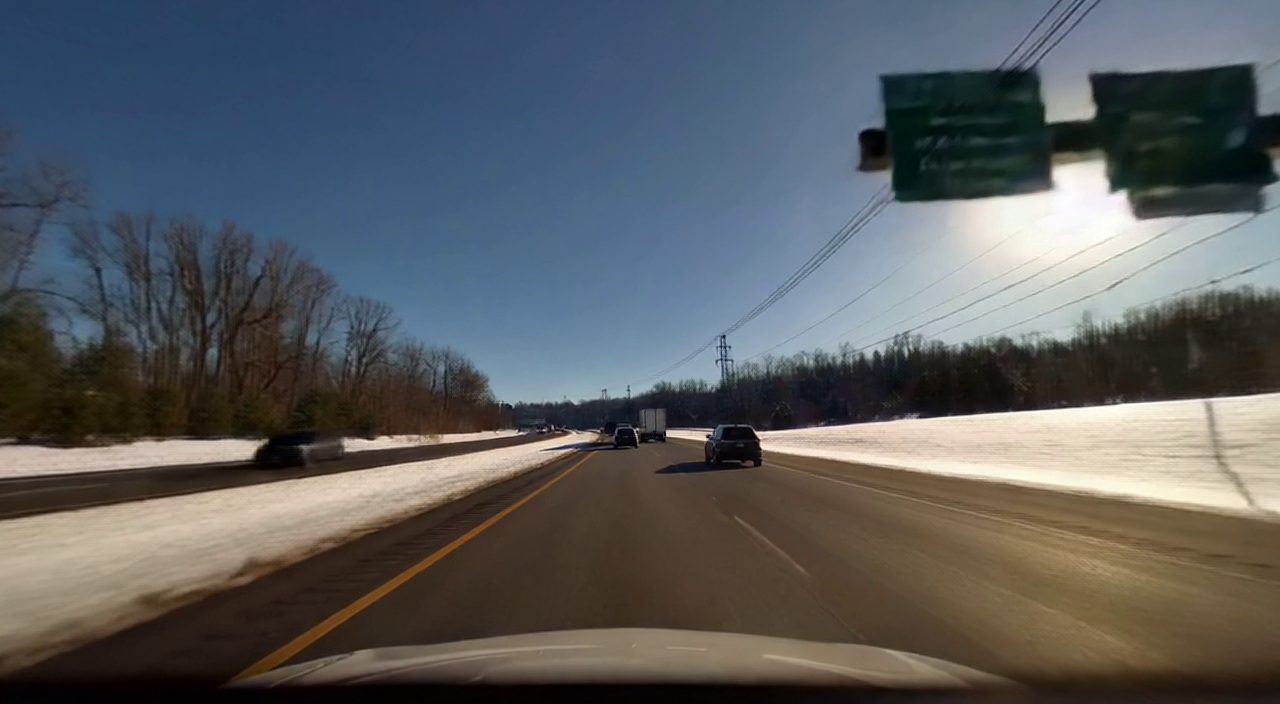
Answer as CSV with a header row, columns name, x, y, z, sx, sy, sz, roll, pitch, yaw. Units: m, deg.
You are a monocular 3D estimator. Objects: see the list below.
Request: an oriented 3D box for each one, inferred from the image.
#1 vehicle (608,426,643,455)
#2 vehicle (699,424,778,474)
name,x,y,z,sx,sy,sz,roll,pitch,yaw
vehicle,-0.882,5.389,38.329,2.019,1.642,3.790,0,-8,-1
vehicle,3.382,3.417,22.398,2.062,1.581,3.914,0,-8,-1
